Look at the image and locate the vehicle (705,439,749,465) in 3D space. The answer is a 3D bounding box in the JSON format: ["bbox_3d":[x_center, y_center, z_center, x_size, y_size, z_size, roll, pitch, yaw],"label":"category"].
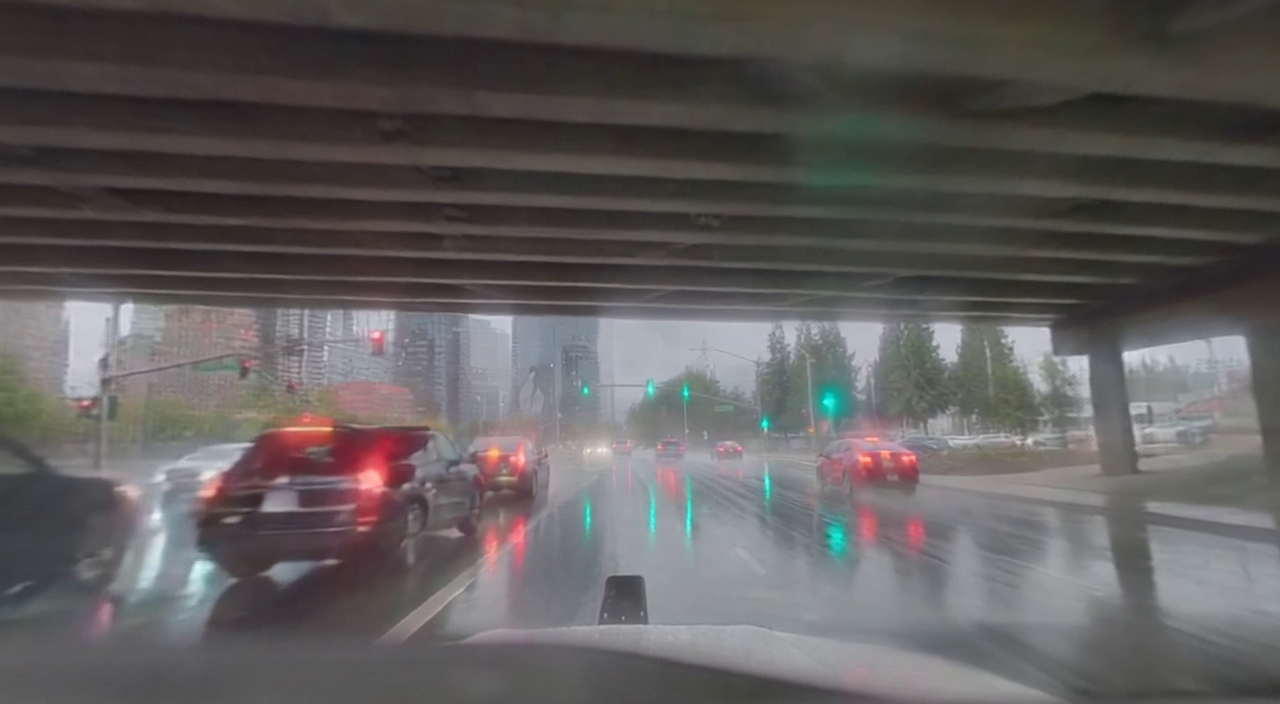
[{"bbox_3d":[5.321,6.183,38.910,1.924,1.527,4.268,0,-8,-2],"label":"vehicle"}]

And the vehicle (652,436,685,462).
[{"bbox_3d":[2.030,7.054,45.860,2.034,1.762,4.420,0,-8,-3],"label":"vehicle"}]

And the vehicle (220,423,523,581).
[{"bbox_3d":[-2.975,1.757,8.224,1.980,1.491,4.351,0,-8,1],"label":"vehicle"}]

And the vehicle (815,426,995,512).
[{"bbox_3d":[5.714,2.580,14.314,2.056,1.624,4.498,0,-8,-1],"label":"vehicle"}]

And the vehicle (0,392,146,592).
[{"bbox_3d":[-6.413,1.104,4.742,1.981,1.676,4.051,0,-8,1],"label":"vehicle"}]

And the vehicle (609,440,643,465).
[{"bbox_3d":[-0.893,6.224,39.024,2.026,1.453,3.780,0,-8,-2],"label":"vehicle"}]
